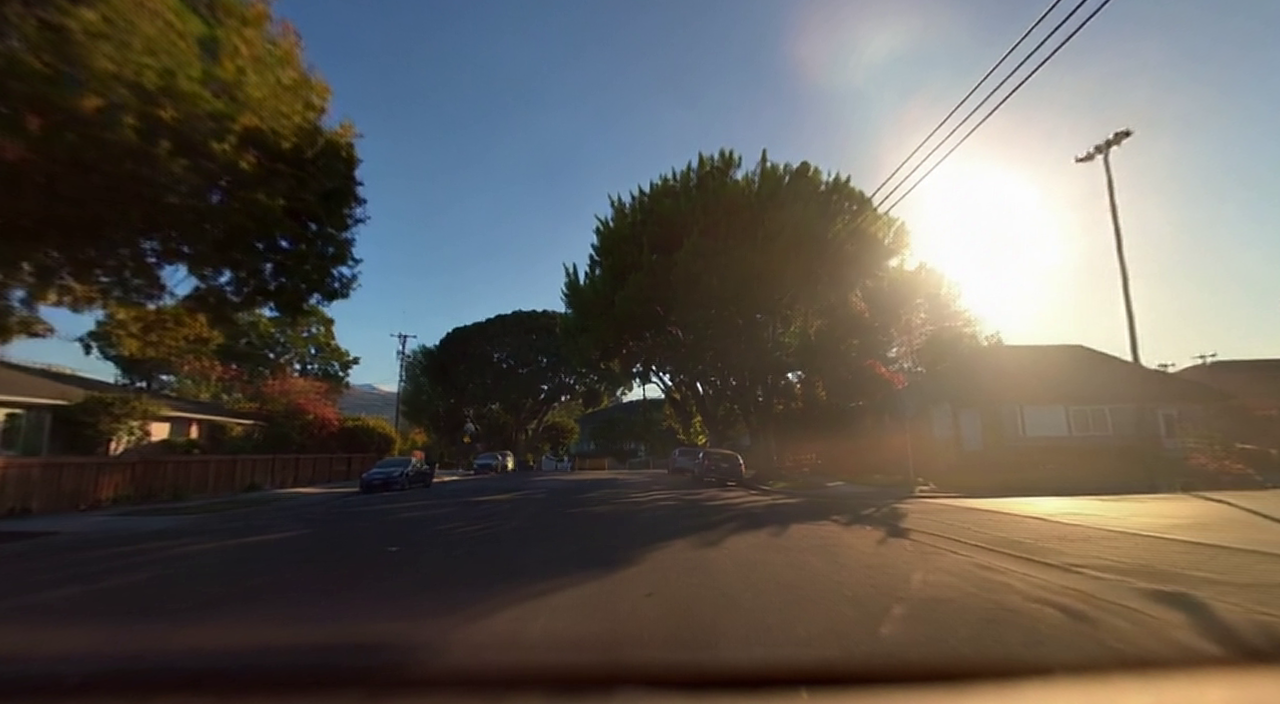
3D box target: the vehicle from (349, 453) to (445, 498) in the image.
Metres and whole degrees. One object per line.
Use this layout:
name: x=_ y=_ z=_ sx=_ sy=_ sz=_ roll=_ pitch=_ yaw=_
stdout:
vehicle: x=-8.780 y=4.470 z=23.263 sx=1.937 sy=1.427 sz=4.510 roll=0 pitch=-9 yaw=-3

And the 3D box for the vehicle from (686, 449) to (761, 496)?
vehicle: x=2.942 y=4.339 z=23.204 sx=1.927 sy=1.529 sz=4.144 roll=0 pitch=-9 yaw=-3

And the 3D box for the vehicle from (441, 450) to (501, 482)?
vehicle: x=-9.144 y=6.171 z=34.565 sx=2.027 sy=1.584 sz=4.476 roll=-1 pitch=-9 yaw=1

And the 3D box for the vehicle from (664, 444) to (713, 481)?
vehicle: x=2.706 y=6.321 z=36.452 sx=2.225 sy=1.911 sz=5.322 roll=0 pitch=-9 yaw=-2
